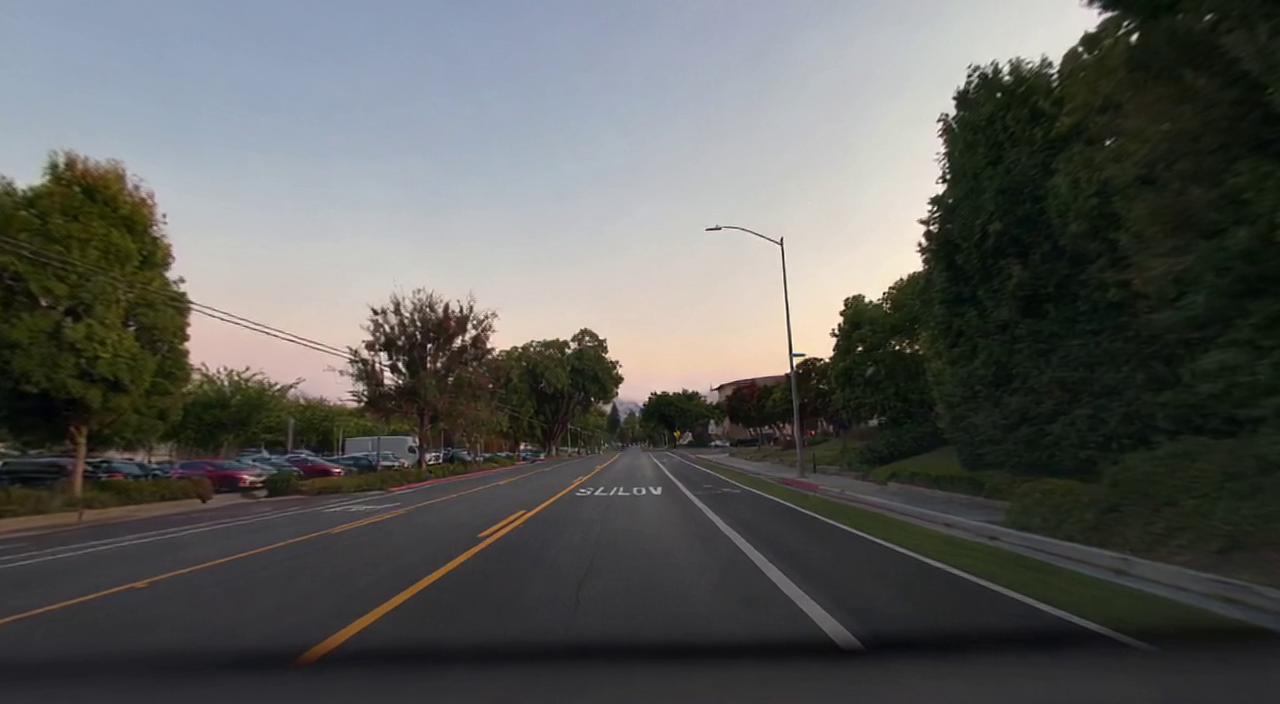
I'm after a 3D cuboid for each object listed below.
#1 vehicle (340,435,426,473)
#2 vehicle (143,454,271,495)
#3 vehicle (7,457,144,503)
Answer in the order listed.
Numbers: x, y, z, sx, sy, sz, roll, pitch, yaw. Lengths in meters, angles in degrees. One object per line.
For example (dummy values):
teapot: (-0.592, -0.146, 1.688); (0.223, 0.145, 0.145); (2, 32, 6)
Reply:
vehicle: (-19.483, 7.706, 47.867); (5.971, 2.749, 2.293); (-4, -9, 22)
vehicle: (-19.298, 5.414, 28.205); (4.752, 1.690, 1.990); (-3, -9, 16)
vehicle: (-24.292, 5.483, 27.468); (1.959, 1.697, 4.633); (1, -9, -6)
